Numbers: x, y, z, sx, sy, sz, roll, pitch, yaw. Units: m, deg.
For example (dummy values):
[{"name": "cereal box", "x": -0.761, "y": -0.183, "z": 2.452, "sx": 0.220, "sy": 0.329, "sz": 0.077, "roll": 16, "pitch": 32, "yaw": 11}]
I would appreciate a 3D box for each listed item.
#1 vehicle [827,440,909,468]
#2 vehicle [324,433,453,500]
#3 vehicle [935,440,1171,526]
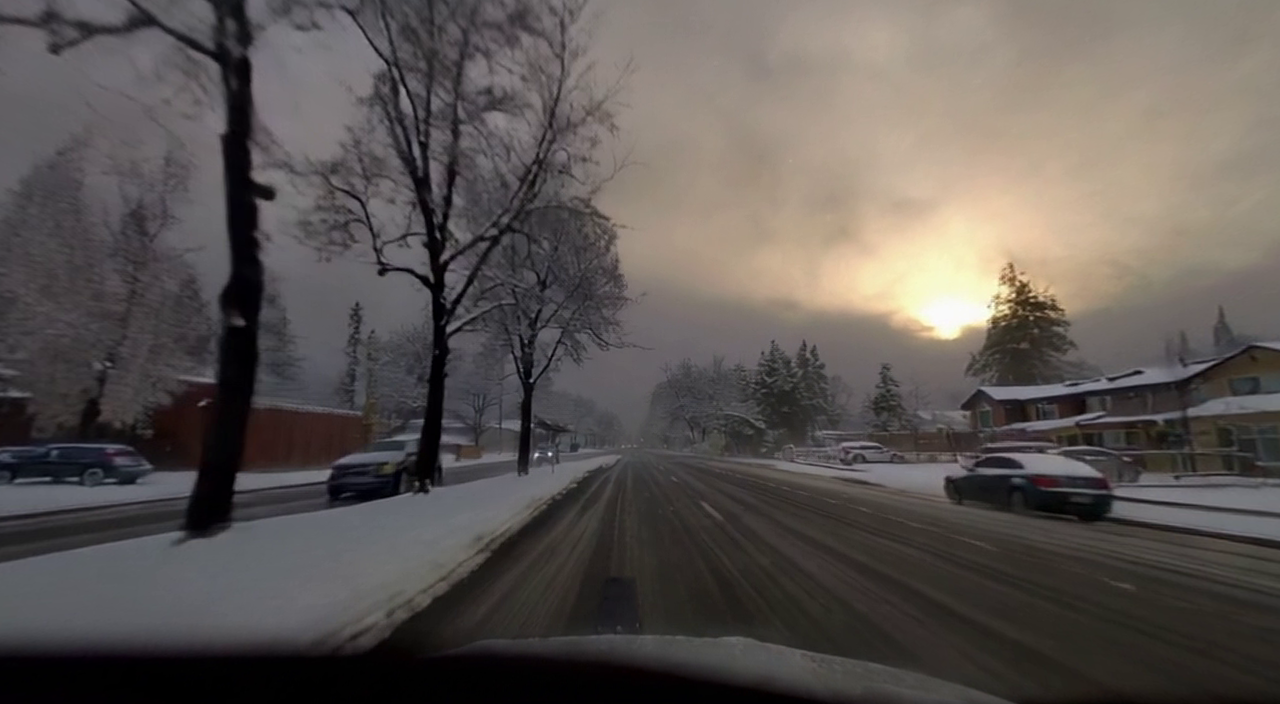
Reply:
[{"name": "vehicle", "x": 14.259, "y": 6.413, "z": 39.570, "sx": 4.386, "sy": 1.711, "sz": 1.929, "roll": 0, "pitch": -8, "yaw": 0}, {"name": "vehicle", "x": -7.571, "y": 3.483, "z": 19.606, "sx": 2.019, "sy": 1.819, "sz": 4.897, "roll": 0, "pitch": -9, "yaw": -1}, {"name": "vehicle", "x": 8.406, "y": 2.658, "z": 13.429, "sx": 1.940, "sy": 1.516, "sz": 4.319, "roll": 0, "pitch": -9, "yaw": -3}]
